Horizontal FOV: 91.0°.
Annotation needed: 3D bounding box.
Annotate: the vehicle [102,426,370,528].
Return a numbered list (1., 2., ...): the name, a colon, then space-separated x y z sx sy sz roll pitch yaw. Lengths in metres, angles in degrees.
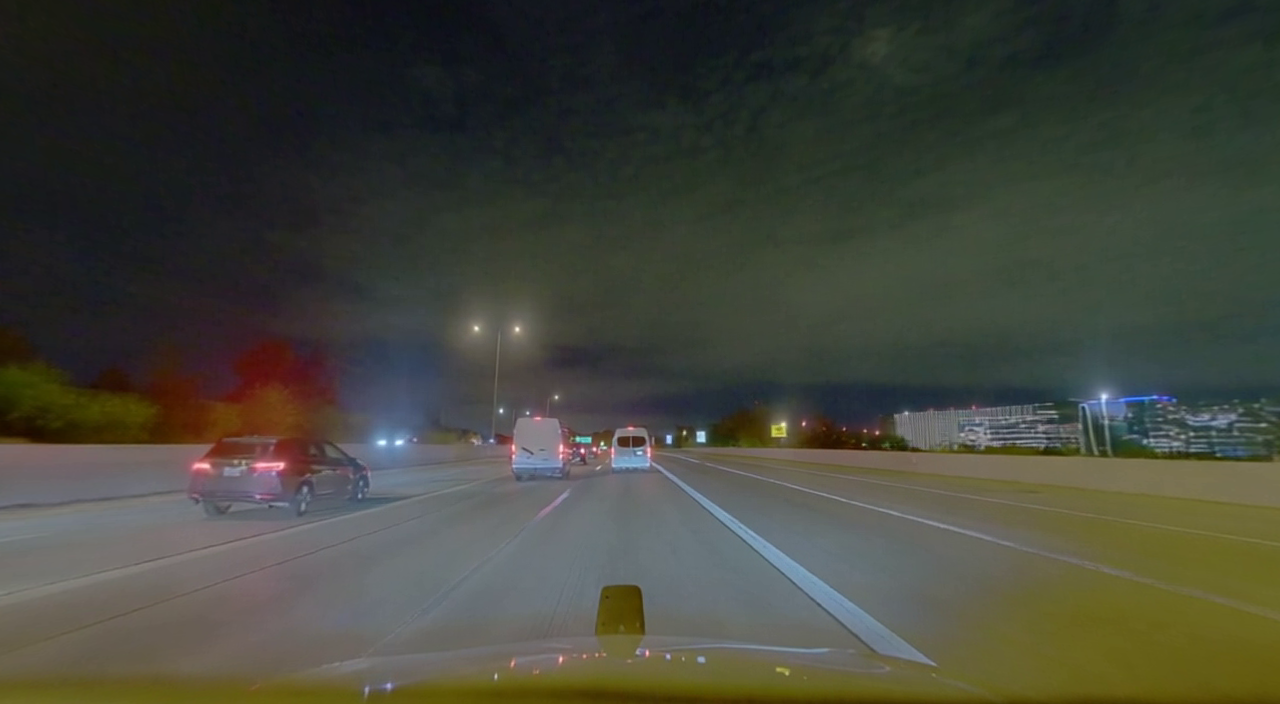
1. vehicle: -7.003 2.205 11.697 1.959 1.493 4.575 0 -9 0

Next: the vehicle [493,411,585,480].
1. vehicle: -3.647 3.584 24.107 2.504 2.276 5.933 0 -9 0

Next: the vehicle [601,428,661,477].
1. vehicle: -0.330 4.036 25.440 2.207 1.807 4.199 0 -9 0
